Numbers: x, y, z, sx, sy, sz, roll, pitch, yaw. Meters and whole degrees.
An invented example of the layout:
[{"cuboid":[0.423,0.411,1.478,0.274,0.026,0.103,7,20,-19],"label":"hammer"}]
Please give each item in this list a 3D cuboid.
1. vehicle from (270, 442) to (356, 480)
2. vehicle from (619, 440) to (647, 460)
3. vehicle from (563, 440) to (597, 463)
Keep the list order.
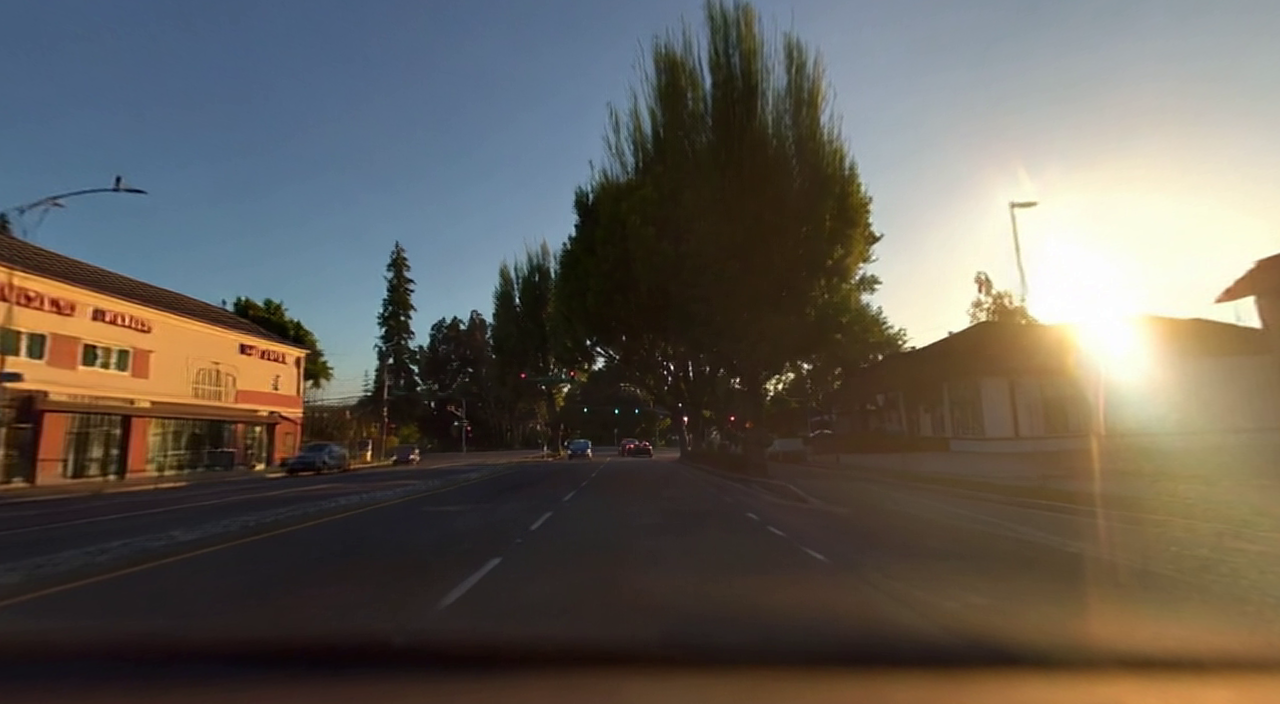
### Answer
[{"cuboid":[-15.794,5.256,30.749,1.834,1.694,4.405,0,-8,0],"label":"vehicle"},{"cuboid":[-0.582,7.582,48.972,2.066,1.482,3.923,0,-9,-1],"label":"vehicle"},{"cuboid":[-3.999,6.706,42.673,1.942,1.497,4.561,0,-9,-1],"label":"vehicle"}]
